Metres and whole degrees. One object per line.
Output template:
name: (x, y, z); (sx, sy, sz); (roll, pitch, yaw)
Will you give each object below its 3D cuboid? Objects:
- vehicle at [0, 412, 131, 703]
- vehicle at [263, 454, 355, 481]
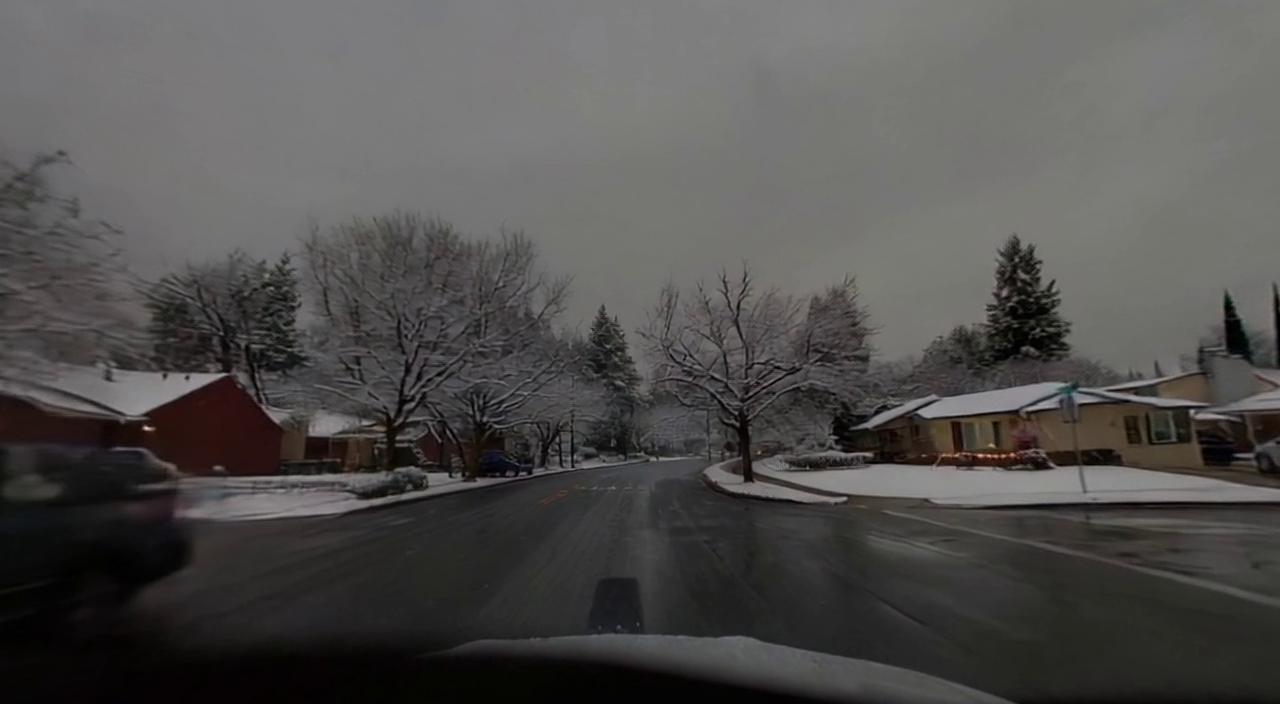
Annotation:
vehicle: (-4.590, 0.984, 2.270); (2.025, 1.660, 4.151); (0, -9, 0)
vehicle: (-19.487, 6.809, 37.333); (4.373, 1.464, 1.917); (1, -10, -11)
